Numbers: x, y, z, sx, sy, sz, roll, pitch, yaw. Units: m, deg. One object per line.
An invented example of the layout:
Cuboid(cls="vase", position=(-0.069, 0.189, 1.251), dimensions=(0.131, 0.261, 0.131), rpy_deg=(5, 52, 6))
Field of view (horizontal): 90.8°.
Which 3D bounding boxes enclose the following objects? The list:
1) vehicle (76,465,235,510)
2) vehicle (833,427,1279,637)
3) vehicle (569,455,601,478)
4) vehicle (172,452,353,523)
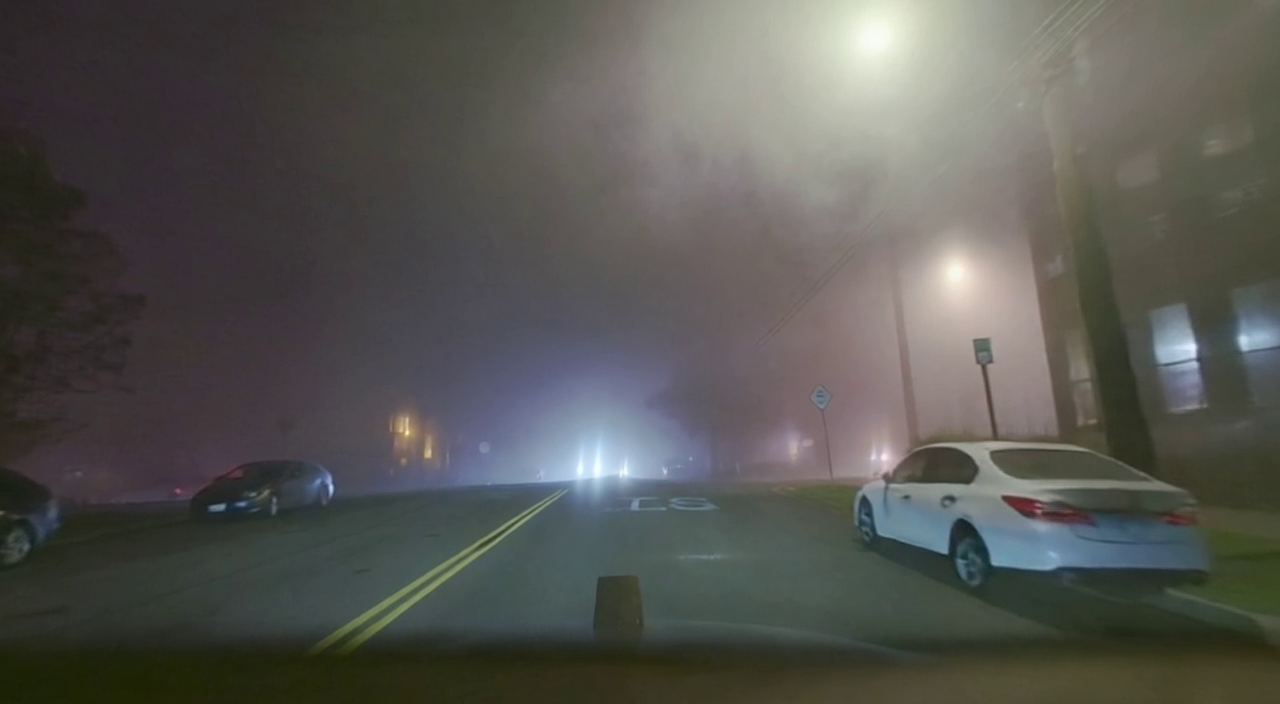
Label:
Cuboid(cls="vehicle", position=(-17.916, 5.007, 23.531), dimensions=(4.285, 1.518, 1.962), rpy_deg=(0, -8, 1))
Cuboid(cls="vehicle", position=(3.820, 1.628, 6.908), dimensions=(1.946, 1.468, 4.721), rpy_deg=(0, -8, 0))
Cuboid(cls="vehicle", position=(-4.187, 8.821, 48.824), dimensions=(2.108, 1.651, 4.176), rpy_deg=(0, -8, -1))
Cuboid(cls="vehicle", position=(-9.453, 3.382, 16.408), dimensions=(2.000, 1.495, 4.687), rpy_deg=(0, -8, -3))
